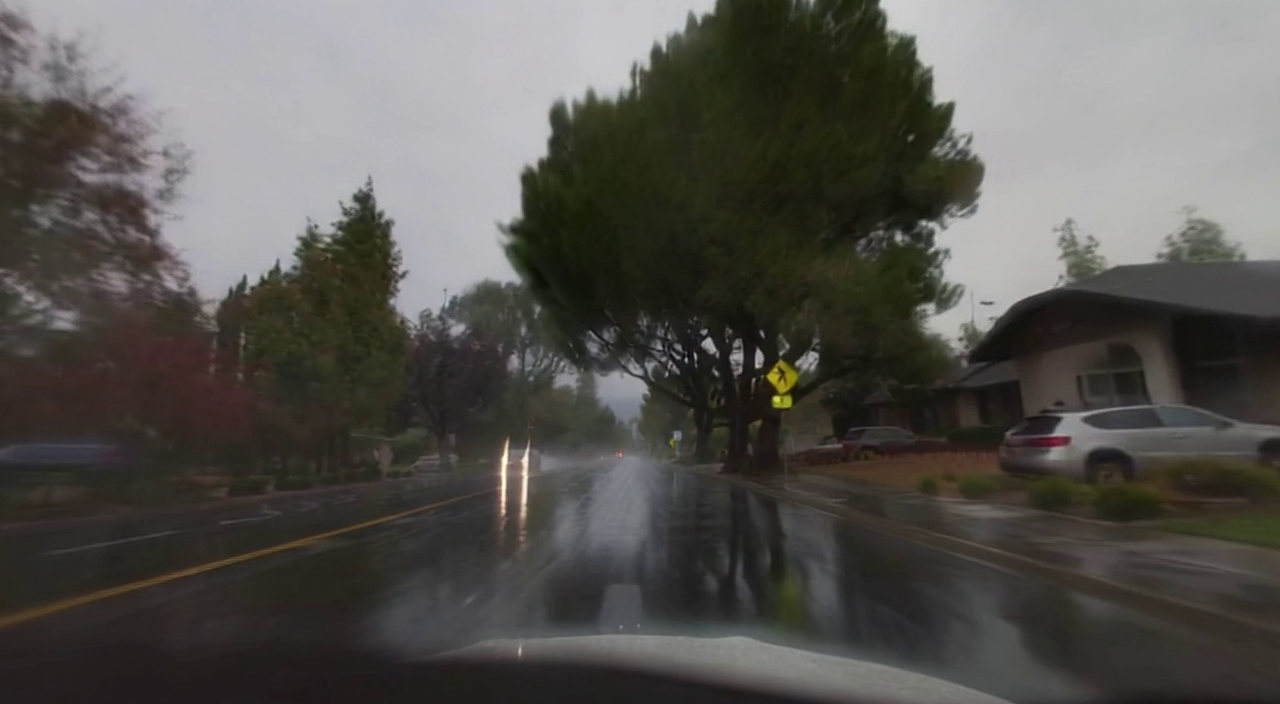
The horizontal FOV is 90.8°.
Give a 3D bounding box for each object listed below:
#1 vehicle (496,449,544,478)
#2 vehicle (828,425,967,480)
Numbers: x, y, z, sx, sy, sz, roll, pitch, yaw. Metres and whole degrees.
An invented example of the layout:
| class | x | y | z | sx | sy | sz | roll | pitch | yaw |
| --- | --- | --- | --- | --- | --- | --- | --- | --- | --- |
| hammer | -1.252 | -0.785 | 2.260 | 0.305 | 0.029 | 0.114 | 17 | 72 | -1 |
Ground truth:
| class | x | y | z | sx | sy | sz | roll | pitch | yaw |
| --- | --- | --- | --- | --- | --- | --- | --- | --- | --- |
| vehicle | -7.220 | 6.726 | 38.495 | 1.951 | 1.613 | 4.654 | 0 | -8 | 1 |
| vehicle | 10.519 | 4.175 | 26.138 | 4.583 | 1.853 | 2.260 | -2 | -14 | -3 |
